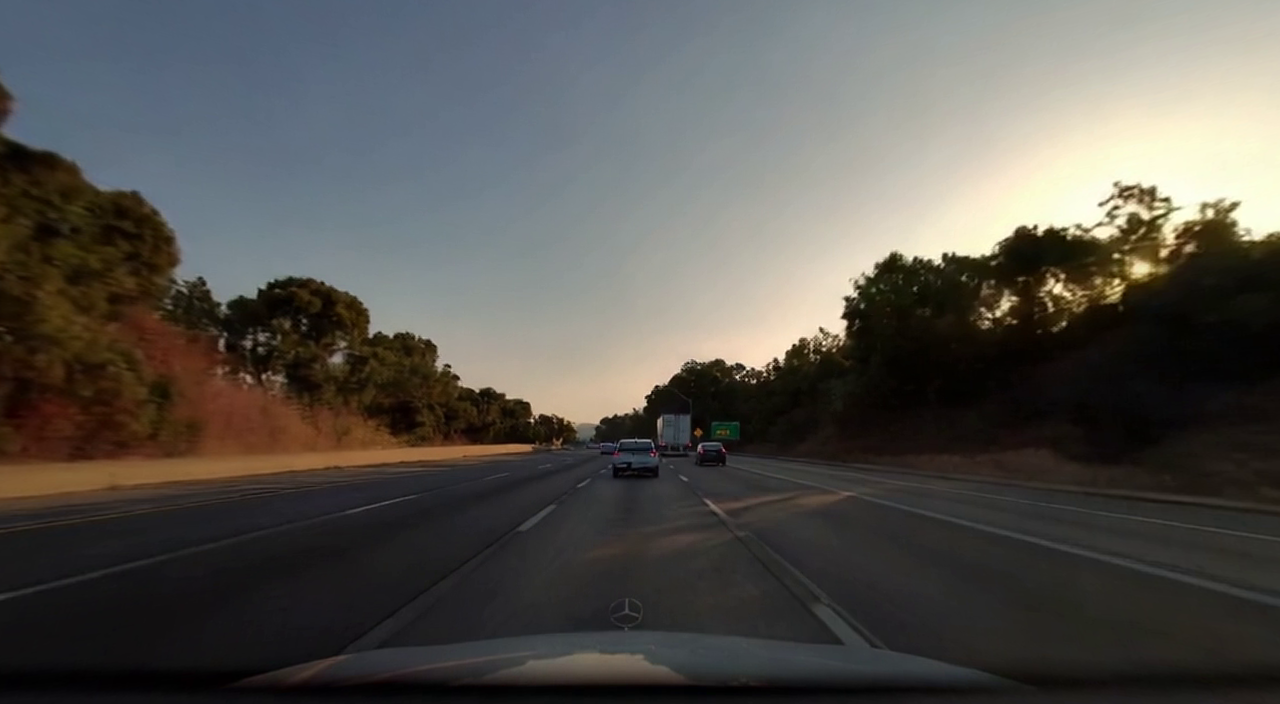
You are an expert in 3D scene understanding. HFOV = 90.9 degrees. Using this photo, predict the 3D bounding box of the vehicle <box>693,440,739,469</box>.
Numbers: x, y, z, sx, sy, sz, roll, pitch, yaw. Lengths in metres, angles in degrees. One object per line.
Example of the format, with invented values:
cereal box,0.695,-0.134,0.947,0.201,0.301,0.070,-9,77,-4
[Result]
vehicle,4.145,5.693,35.119,1.971,1.472,4.301,0,-8,-1

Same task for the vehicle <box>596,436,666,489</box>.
vehicle,-0.208,3.490,20.217,2.020,1.516,3.951,-1,-8,2
